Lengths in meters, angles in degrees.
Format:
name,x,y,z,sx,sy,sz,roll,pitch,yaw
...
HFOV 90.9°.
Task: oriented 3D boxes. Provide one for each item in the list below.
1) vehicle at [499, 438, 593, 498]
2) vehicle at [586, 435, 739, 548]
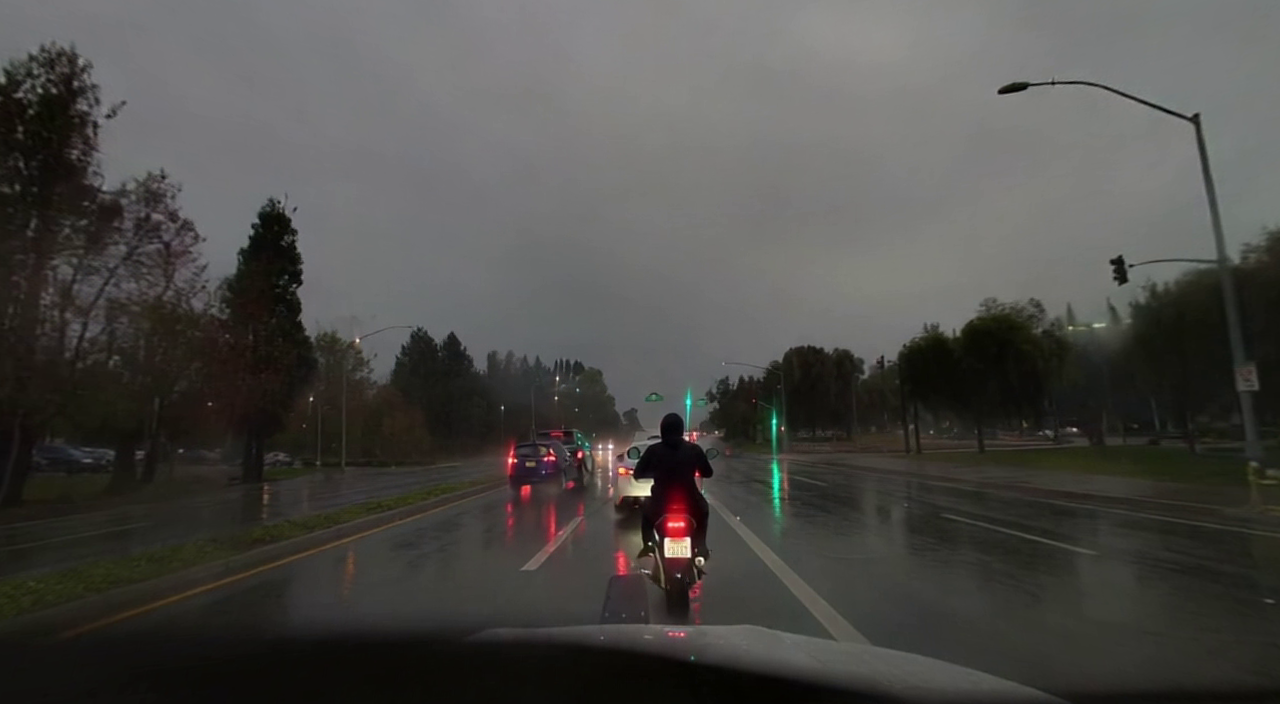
name,x,y,z,sx,sy,sz,roll,pitch,yaw
vehicle,-2.554,3.243,18.062,1.979,1.499,3.840,-1,-8,2
vehicle,0.324,2.166,10.636,2.009,1.450,4.608,-1,-8,1
